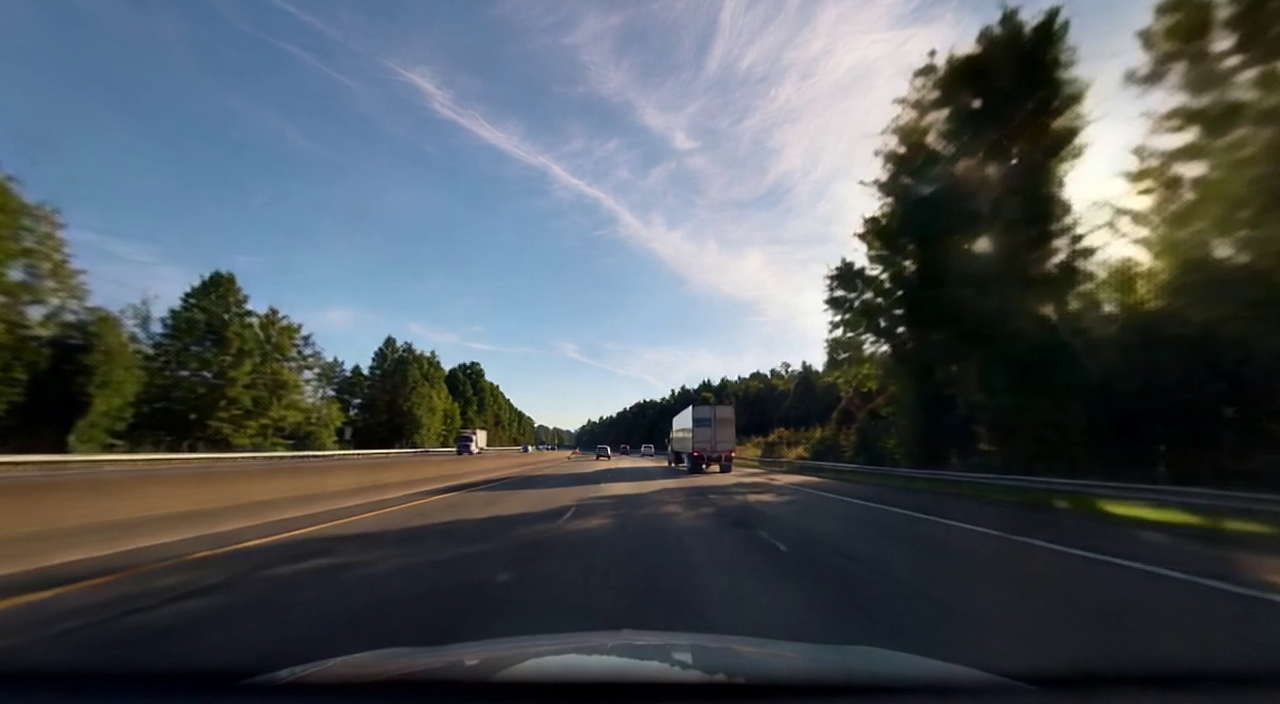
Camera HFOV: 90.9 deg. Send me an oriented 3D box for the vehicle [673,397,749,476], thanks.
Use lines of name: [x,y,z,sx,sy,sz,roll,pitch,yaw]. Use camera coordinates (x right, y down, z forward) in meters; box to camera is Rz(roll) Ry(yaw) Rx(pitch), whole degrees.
vehicle: [3.991,5.353,38.920,2.950,4.033,13.276,0,-9,-1]
